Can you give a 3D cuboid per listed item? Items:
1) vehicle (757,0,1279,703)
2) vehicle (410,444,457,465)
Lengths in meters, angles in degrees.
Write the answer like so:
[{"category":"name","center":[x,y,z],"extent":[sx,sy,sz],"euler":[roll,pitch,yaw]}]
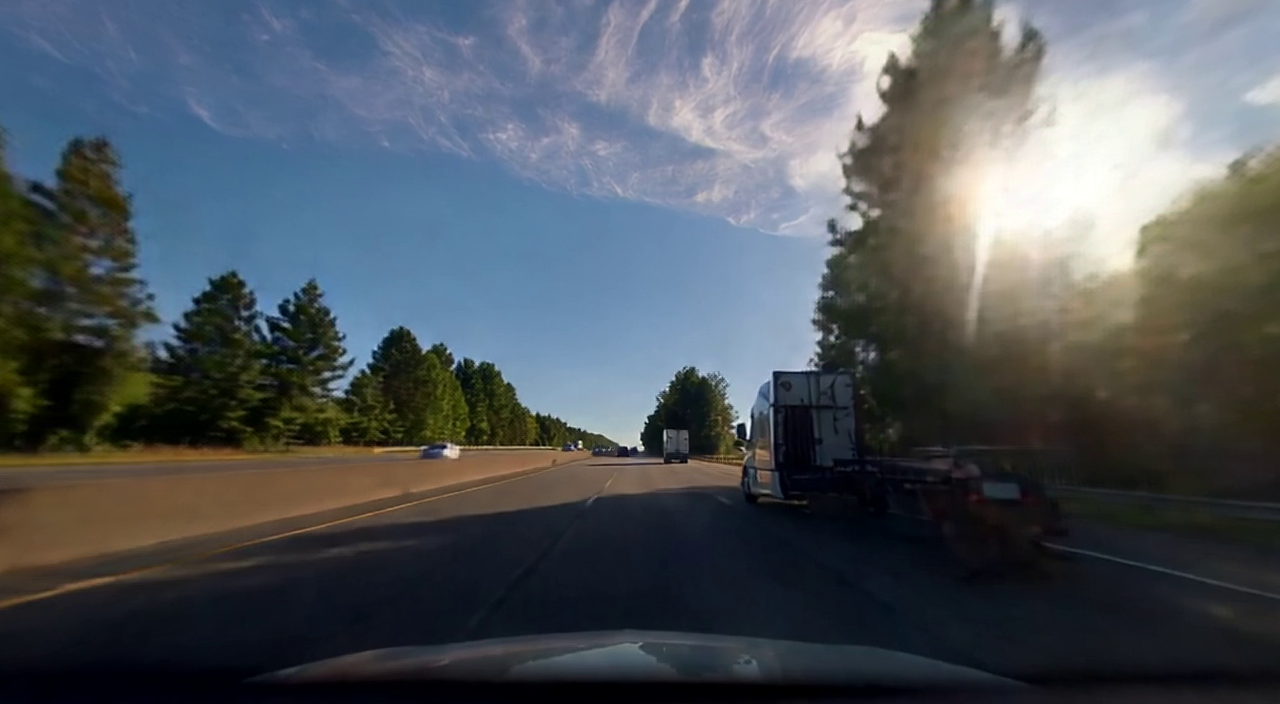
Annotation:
[{"category":"vehicle","center":[4.153,0.526,7.684],"extent":[2.950,4.033,13.276],"euler":[0,-9,0]},{"category":"vehicle","center":[-15.059,7.503,46.175],"extent":[1.855,1.494,4.724],"euler":[0,-9,0]}]
